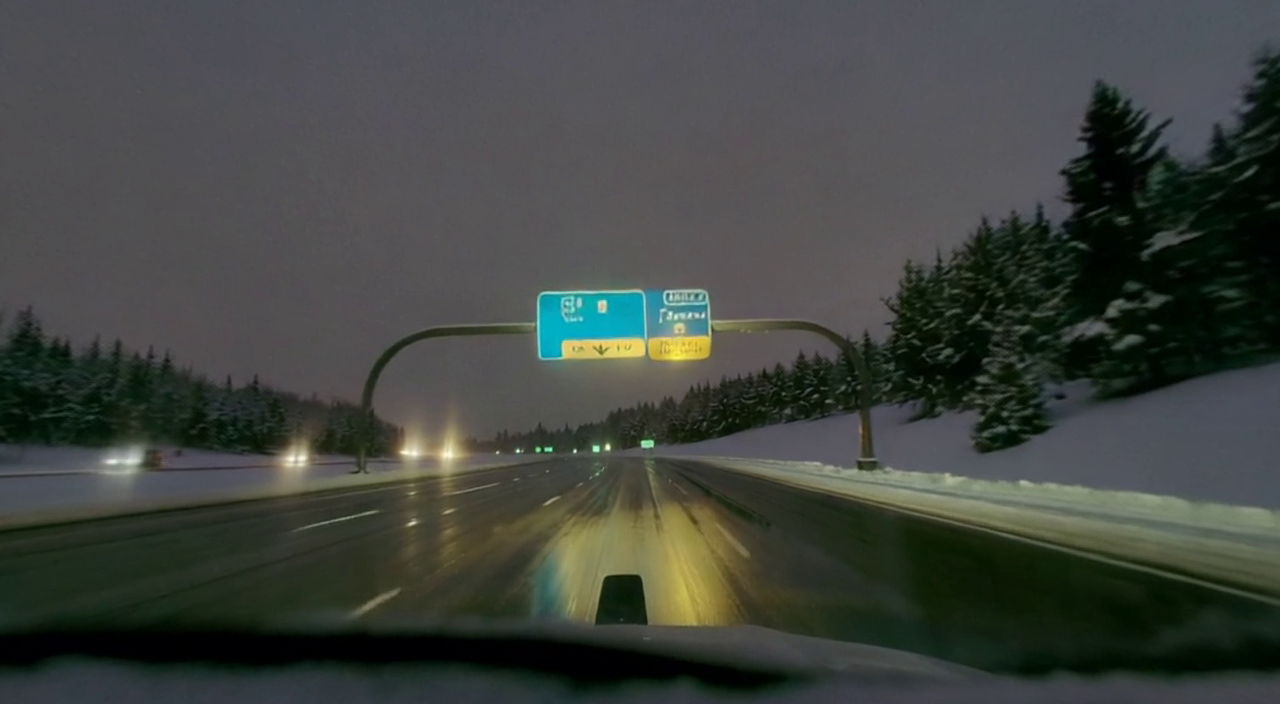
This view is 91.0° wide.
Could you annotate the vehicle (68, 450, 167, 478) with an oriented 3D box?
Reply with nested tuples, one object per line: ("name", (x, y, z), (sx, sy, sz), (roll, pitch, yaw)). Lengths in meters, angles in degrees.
("vehicle", (-35.991, 7.687, 43.630), (2.070, 1.743, 5.624), (0, -8, 0))
